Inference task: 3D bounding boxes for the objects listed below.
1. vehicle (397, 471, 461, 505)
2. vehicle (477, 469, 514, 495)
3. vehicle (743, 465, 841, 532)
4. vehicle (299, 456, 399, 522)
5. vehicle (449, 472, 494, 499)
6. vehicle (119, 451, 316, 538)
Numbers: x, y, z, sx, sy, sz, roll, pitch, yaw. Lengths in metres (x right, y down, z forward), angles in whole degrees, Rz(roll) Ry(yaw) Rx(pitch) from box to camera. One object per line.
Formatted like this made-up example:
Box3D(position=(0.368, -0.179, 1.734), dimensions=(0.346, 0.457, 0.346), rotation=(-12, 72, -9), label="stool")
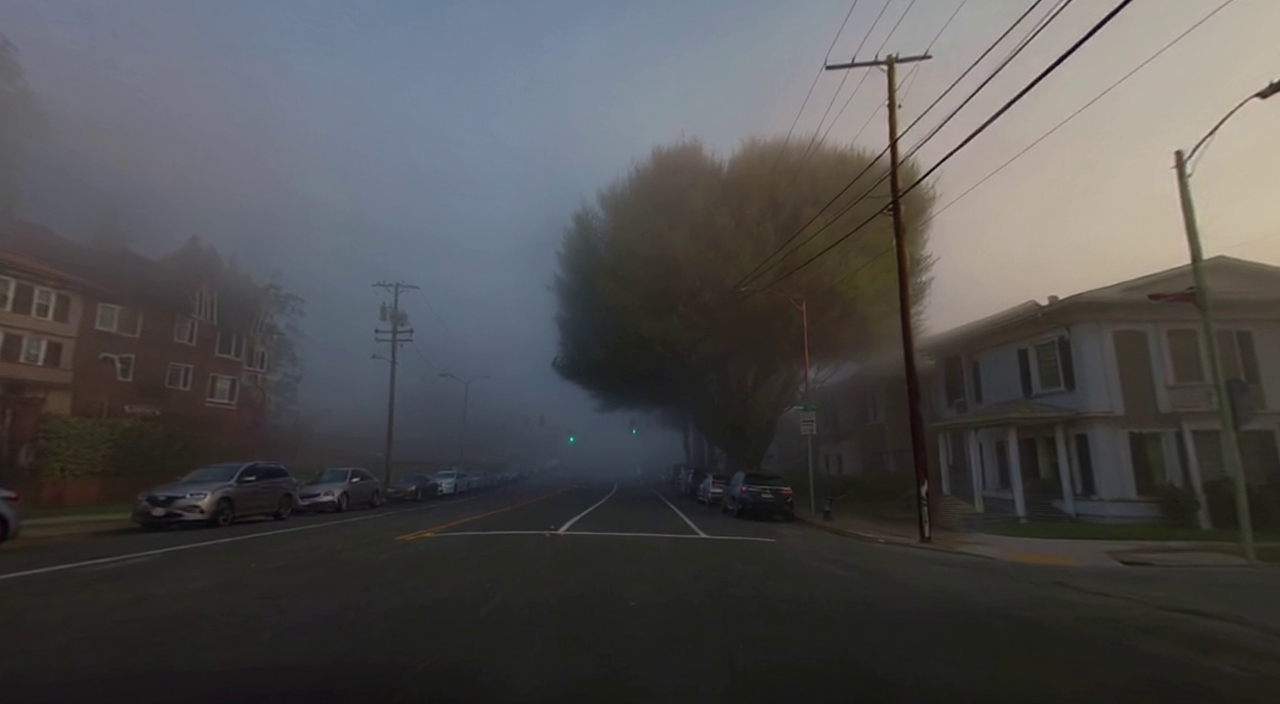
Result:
Box3D(position=(-11.128, 7.203, 33.667), dimensions=(2.051, 1.520, 4.374), rotation=(0, -9, -2), label="vehicle")
Box3D(position=(-11.222, 10.116, 49.504), dimensions=(1.948, 1.777, 4.546), rotation=(0, -9, -2), label="vehicle")
Box3D(position=(4.411, 4.278, 18.994), dimensions=(1.867, 1.680, 4.176), rotation=(0, -9, 0), label="vehicle")
Box3D(position=(-11.308, 5.263, 24.877), dimensions=(1.926, 1.998, 4.447), rotation=(-4, -6, -1), label="vehicle")
Box3D(position=(-11.351, 9.016, 42.909), dimensions=(1.903, 1.535, 4.342), rotation=(0, -9, -1), label="vehicle")
Box3D(position=(-11.096, 3.702, 17.171), dimensions=(2.056, 1.980, 4.763), rotation=(0, -9, -1), label="vehicle")
